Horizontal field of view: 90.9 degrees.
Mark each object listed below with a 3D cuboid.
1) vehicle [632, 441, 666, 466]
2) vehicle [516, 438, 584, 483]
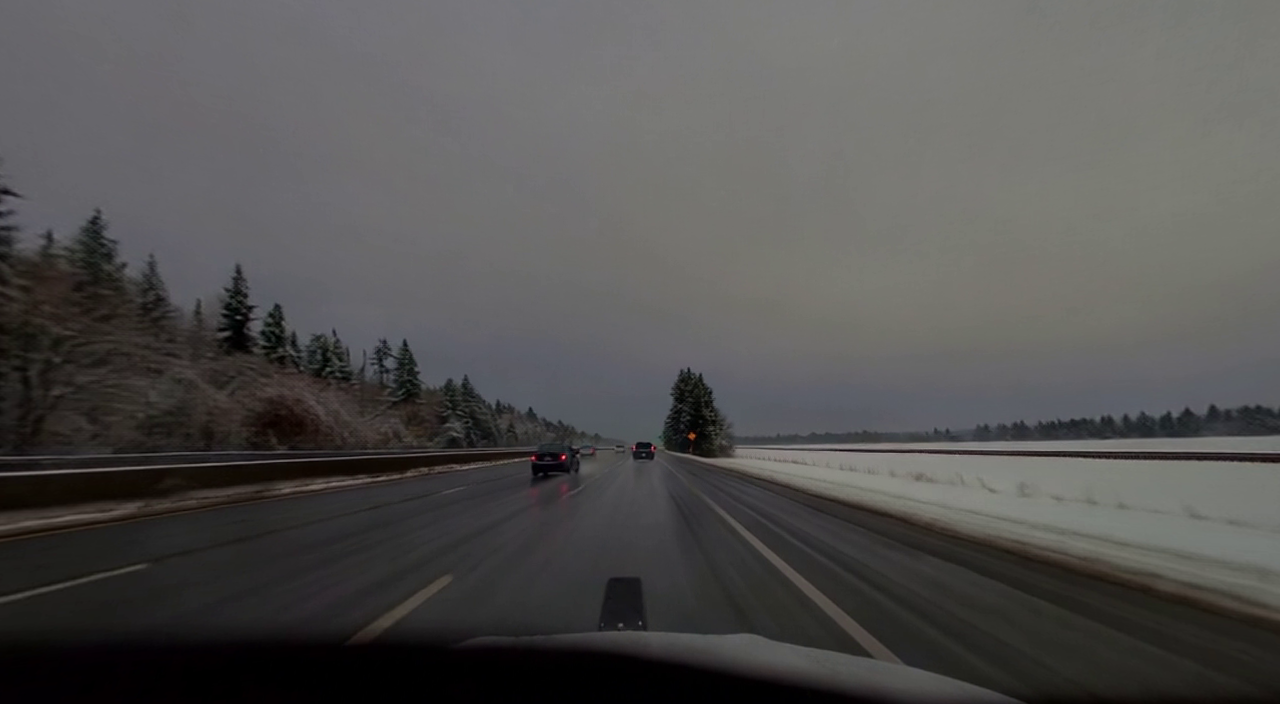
[{"bbox_3d":[0.633,7.100,44.285,2.259,1.697,4.106,0,-8,1],"label":"vehicle"},{"bbox_3d":[-3.594,4.424,26.020,2.028,1.634,4.441,-1,-8,2],"label":"vehicle"}]
